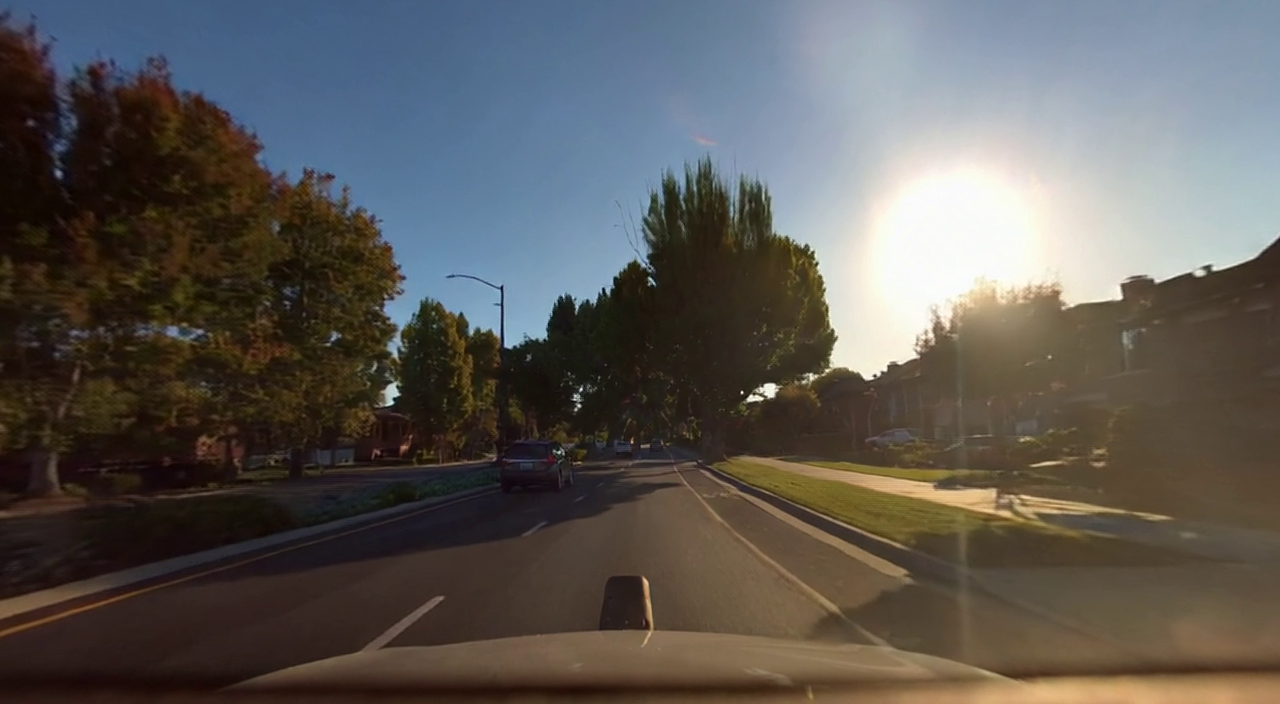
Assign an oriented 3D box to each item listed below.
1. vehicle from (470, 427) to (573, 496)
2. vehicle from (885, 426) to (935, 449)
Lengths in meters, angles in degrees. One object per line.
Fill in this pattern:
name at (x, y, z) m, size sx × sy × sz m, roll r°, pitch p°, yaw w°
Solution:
vehicle at (-3.301, 3.166, 18.554) m, size 2.073 × 1.770 × 4.302 m, roll 0°, pitch -8°, yaw 2°
vehicle at (18.959, 6.078, 44.513) m, size 1.939 × 1.477 × 5.129 m, roll -1°, pitch -8°, yaw 8°
